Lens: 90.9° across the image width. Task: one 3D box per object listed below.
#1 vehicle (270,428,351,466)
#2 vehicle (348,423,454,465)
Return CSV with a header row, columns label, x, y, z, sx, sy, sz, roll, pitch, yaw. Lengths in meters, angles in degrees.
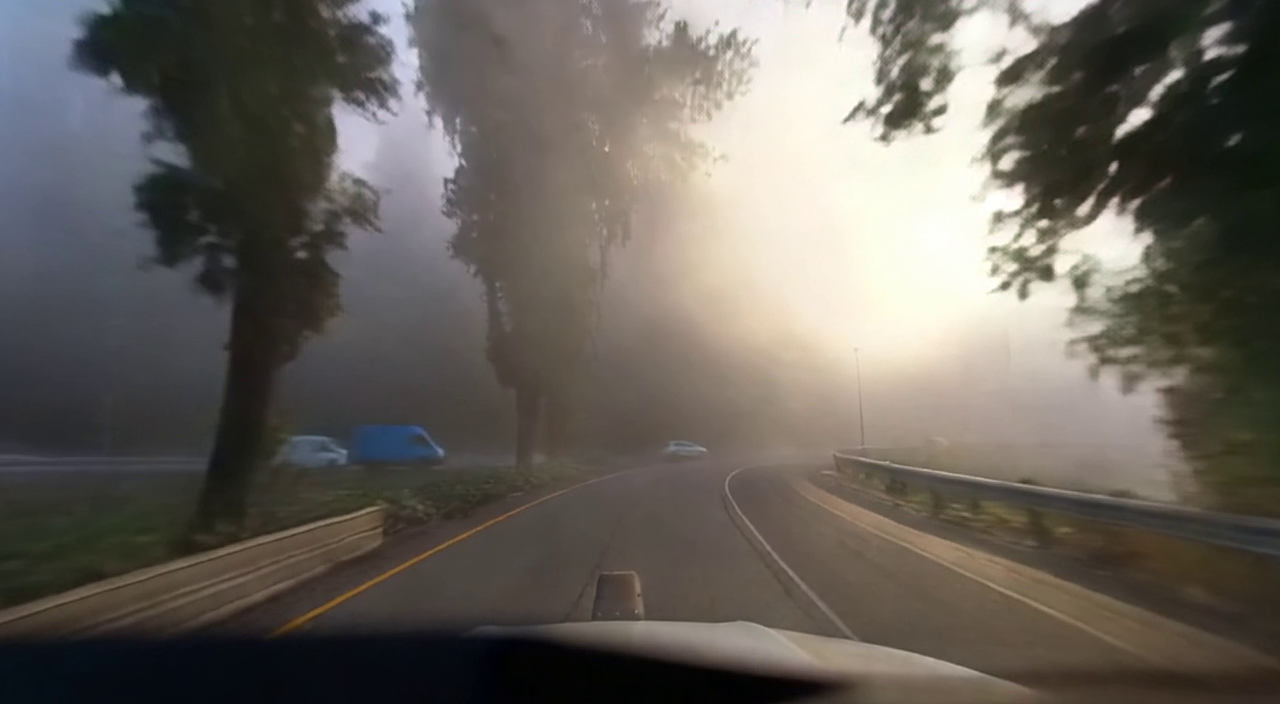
label,x,y,z,sx,sy,sz,roll,pitch,yaw
vehicle,-23.567,6.817,45.312,4.784,2.535,2.203,2,-9,-20
vehicle,-17.847,6.880,47.355,7.155,2.942,2.420,3,-8,-21
